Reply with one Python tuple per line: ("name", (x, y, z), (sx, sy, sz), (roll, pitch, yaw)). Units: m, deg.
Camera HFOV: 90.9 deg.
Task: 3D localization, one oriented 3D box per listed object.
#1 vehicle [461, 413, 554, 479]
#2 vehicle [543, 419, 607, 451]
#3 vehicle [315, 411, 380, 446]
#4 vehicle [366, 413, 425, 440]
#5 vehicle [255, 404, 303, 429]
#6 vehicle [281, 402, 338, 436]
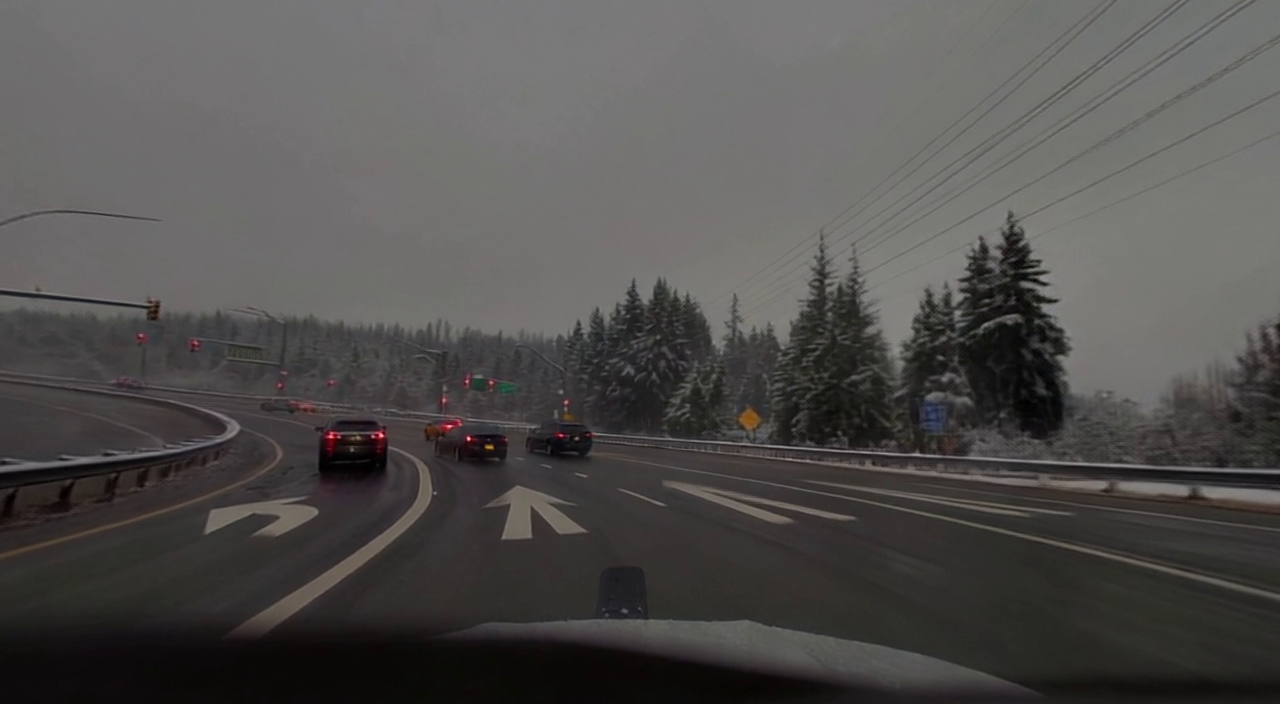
("vehicle", (-4.110, 2.828, 19.030), (2.140, 1.724, 4.304), (3, -9, -19))
("vehicle", (-4.040, 5.136, 38.671), (2.079, 1.807, 4.682), (5, -10, -31))
("vehicle", (-13.970, 3.696, 29.959), (2.033, 1.501, 4.623), (6, -10, -33))
("vehicle", (-14.604, 4.510, 37.546), (1.832, 1.473, 4.364), (7, -11, -40))
("vehicle", (-24.153, 4.345, 42.169), (1.763, 1.486, 4.459), (8, -11, -41))
("vehicle", (-19.327, 3.966, 36.758), (2.076, 1.747, 4.285), (7, -11, -38))
